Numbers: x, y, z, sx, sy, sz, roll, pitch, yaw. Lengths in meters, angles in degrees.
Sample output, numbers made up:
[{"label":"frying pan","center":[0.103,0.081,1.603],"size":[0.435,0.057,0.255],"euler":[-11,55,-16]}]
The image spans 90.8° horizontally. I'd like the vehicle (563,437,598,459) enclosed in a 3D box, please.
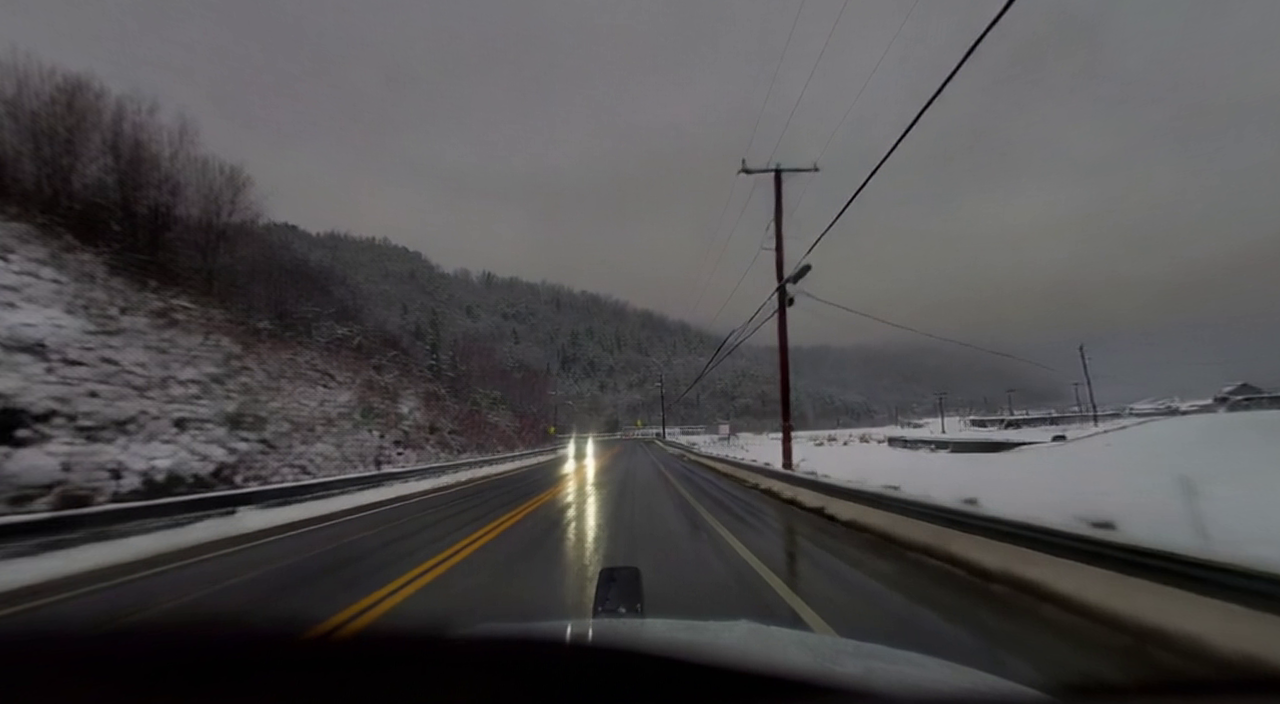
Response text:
[{"label":"vehicle","center":[-4.239,6.973,45.695],"size":[2.047,1.486,4.405],"euler":[0,-9,0]}]
